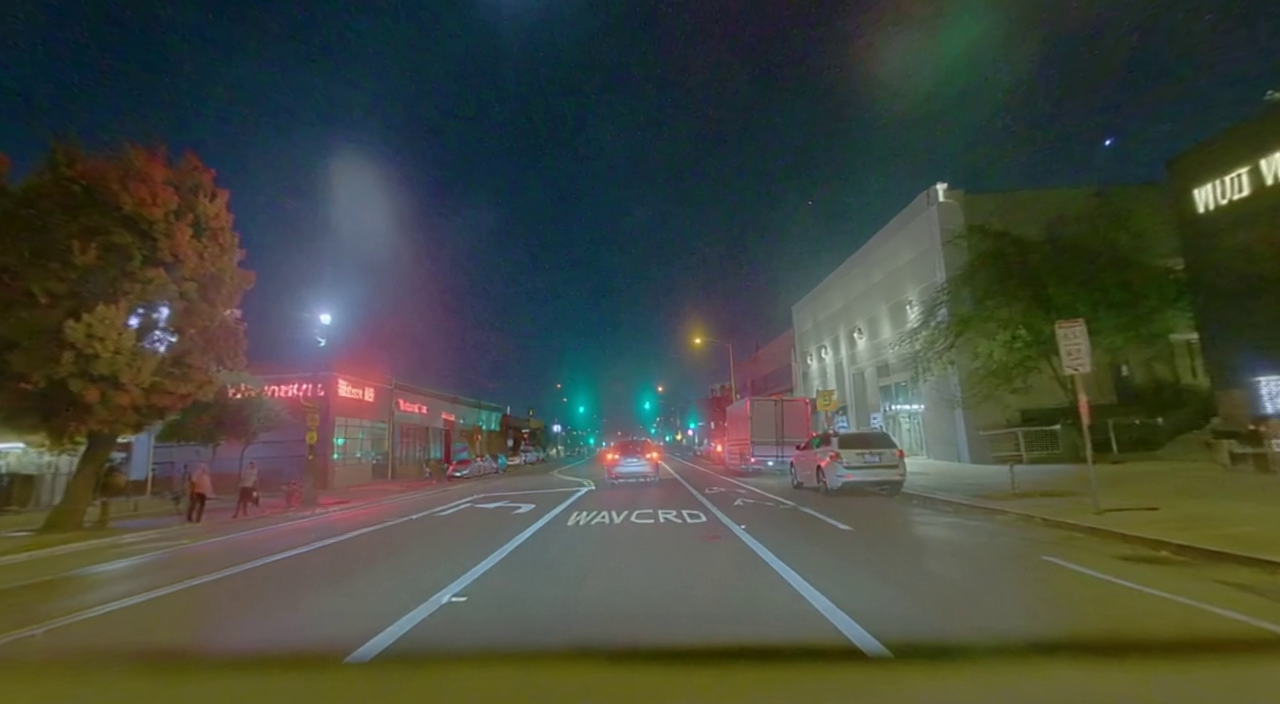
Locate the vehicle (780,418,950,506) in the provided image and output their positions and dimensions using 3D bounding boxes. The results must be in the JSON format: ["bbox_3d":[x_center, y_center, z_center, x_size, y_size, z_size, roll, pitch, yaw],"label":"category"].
[{"bbox_3d":[5.606,2.850,16.896,2.367,1.917,5.810,0,-8,0],"label":"vehicle"}]

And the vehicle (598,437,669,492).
[{"bbox_3d":[-0.182,3.604,20.600,2.086,1.575,4.205,0,-8,0],"label":"vehicle"}]

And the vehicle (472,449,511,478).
[{"bbox_3d":[-11.284,8.469,48.257,1.872,1.731,4.656,-4,-6,-1],"label":"vehicle"}]

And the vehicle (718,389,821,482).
[{"bbox_3d":[5.459,3.763,28.110,2.893,3.553,7.295,0,-8,-1],"label":"vehicle"}]

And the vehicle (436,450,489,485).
[{"bbox_3d":[-11.234,7.312,40.316,2.055,1.685,4.370,-5,-6,0],"label":"vehicle"}]
